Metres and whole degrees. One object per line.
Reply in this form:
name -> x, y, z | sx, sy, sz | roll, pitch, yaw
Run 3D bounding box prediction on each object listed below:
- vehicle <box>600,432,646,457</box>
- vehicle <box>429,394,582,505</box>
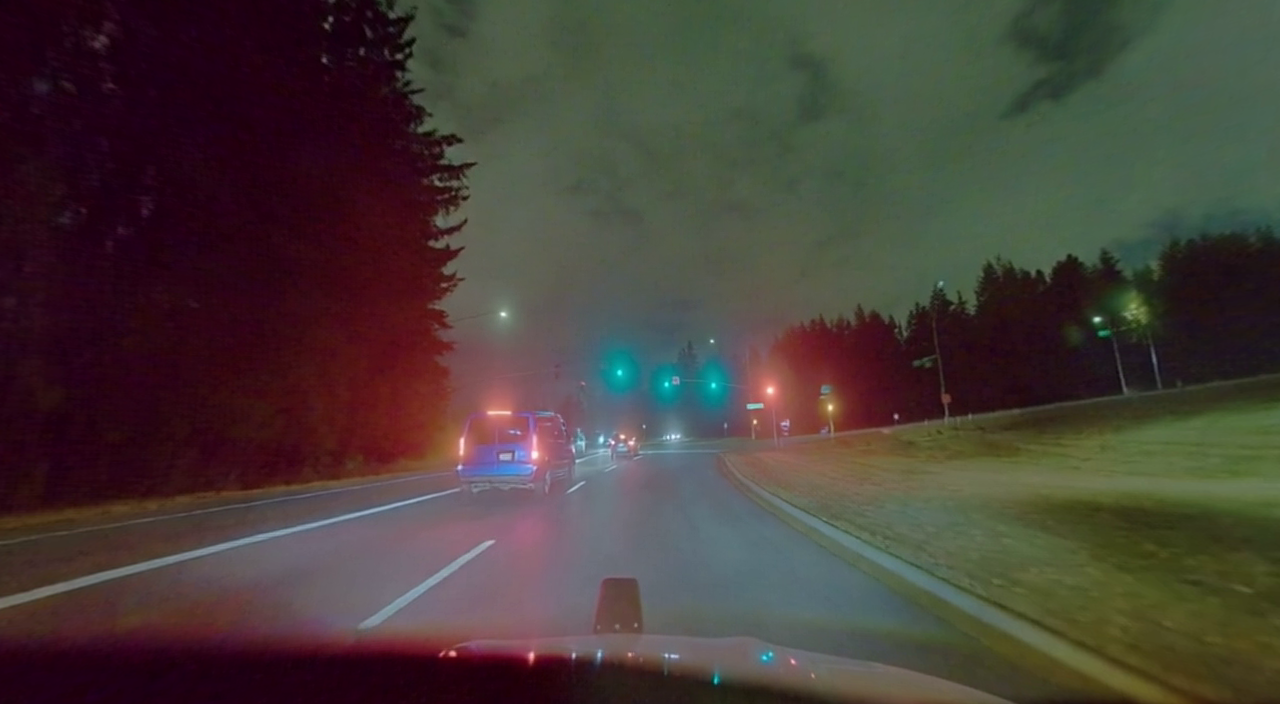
vehicle -> -0.993, 5.820, 39.539 | 2.088, 1.484, 4.572 | -1, -8, 9
vehicle -> -2.916, 2.308, 15.162 | 2.362, 2.185, 5.212 | 0, -8, 2
